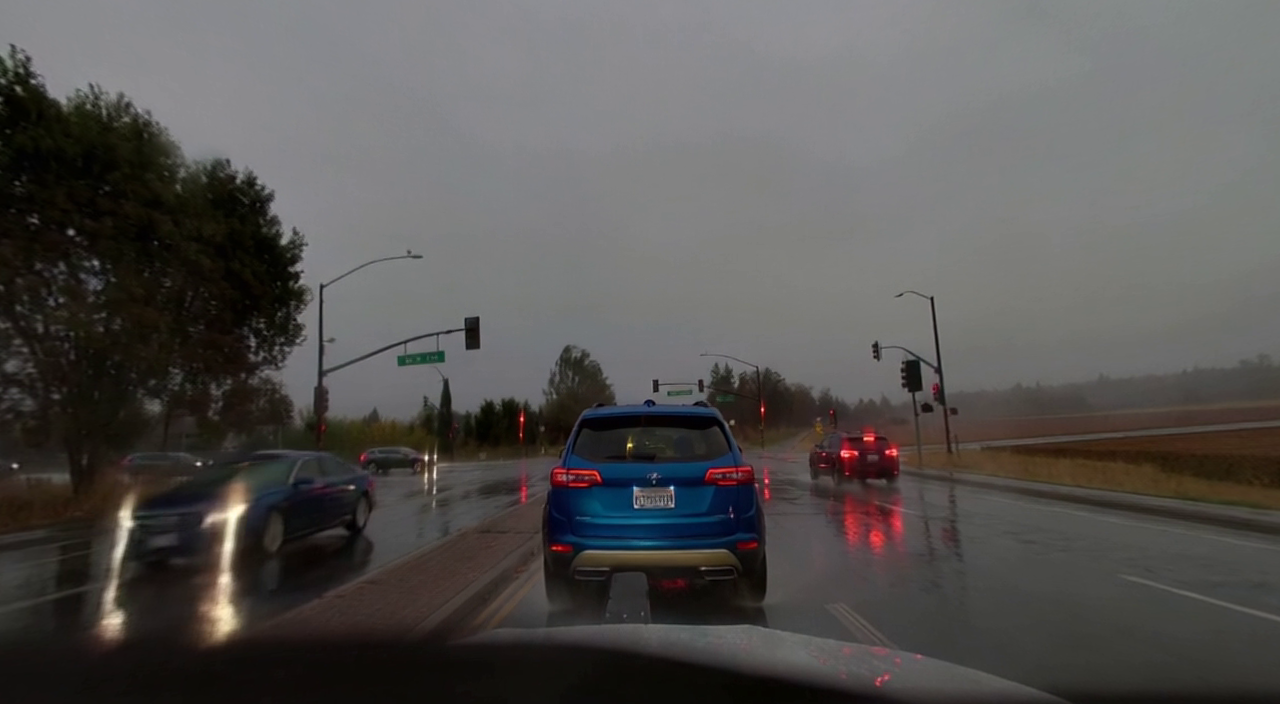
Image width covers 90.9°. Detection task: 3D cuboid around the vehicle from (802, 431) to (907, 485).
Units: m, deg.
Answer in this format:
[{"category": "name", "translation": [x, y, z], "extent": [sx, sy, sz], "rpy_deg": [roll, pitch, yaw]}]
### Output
[{"category": "vehicle", "translation": [7.113, 3.560, 21.446], "extent": [2.012, 1.636, 4.352], "rpy_deg": [0, -8, 0]}]

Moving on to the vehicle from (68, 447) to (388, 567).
[{"category": "vehicle", "translation": [-6.256, 2.353, 10.548], "extent": [2.425, 1.480, 4.707], "rpy_deg": [0, -8, -4]}]

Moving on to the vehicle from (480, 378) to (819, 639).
[{"category": "vehicle", "translation": [0.053, 1.363, 6.448], "extent": [2.298, 1.770, 4.138], "rpy_deg": [0, -8, 0]}]

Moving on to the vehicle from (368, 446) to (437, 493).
[{"category": "vehicle", "translation": [-9.387, 4.501, 24.684], "extent": [2.192, 1.606, 4.510], "rpy_deg": [3, -9, -24]}]
